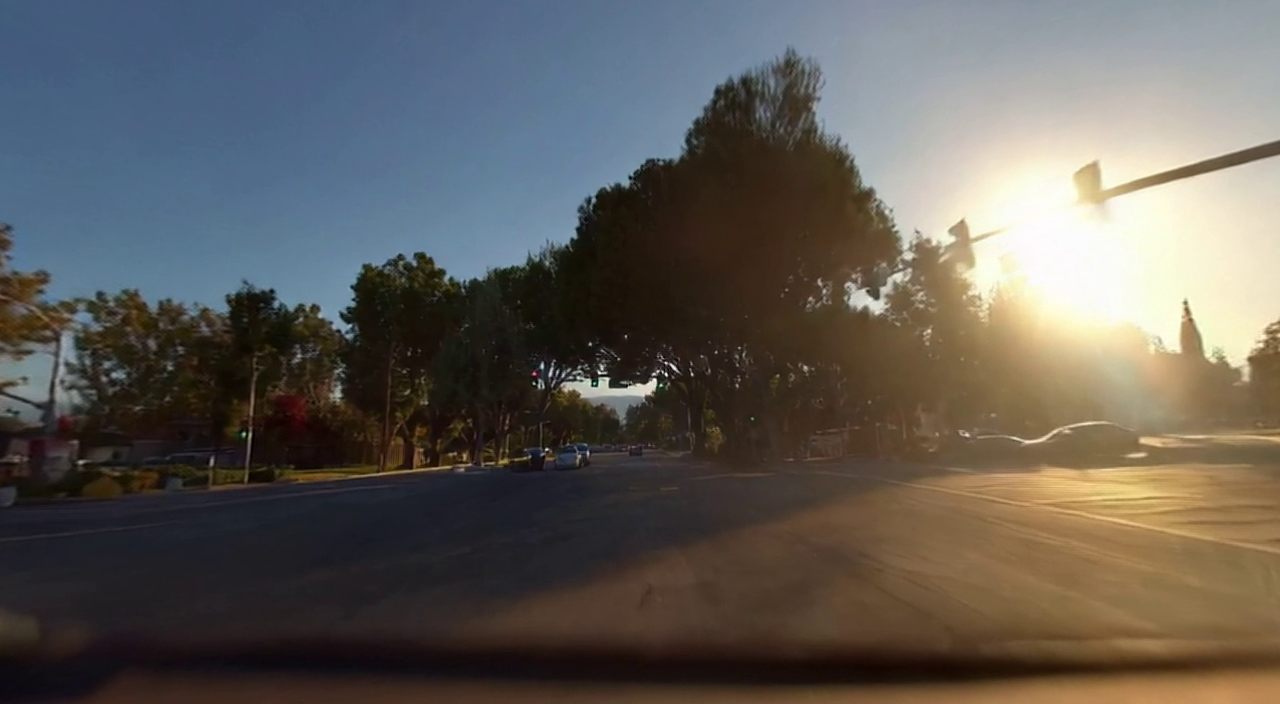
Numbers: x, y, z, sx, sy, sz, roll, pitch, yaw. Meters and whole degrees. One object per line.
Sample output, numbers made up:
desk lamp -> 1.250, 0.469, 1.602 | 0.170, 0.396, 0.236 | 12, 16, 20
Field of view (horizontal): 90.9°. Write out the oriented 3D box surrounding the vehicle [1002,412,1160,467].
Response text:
vehicle -> 17.611, 3.515, 25.327 | 4.721, 1.637, 2.256 | -5, -8, -8

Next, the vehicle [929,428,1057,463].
vehicle -> 15.749, 4.187, 28.287 | 4.582, 1.436, 2.073 | 0, -9, -7

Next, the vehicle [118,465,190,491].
vehicle -> -37.782, 9.784, 49.115 | 1.959, 1.633, 4.579 | -4, -9, 1

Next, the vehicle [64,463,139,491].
vehicle -> -40.826, 9.437, 47.882 | 1.887, 1.769, 4.326 | -1, -7, 0
